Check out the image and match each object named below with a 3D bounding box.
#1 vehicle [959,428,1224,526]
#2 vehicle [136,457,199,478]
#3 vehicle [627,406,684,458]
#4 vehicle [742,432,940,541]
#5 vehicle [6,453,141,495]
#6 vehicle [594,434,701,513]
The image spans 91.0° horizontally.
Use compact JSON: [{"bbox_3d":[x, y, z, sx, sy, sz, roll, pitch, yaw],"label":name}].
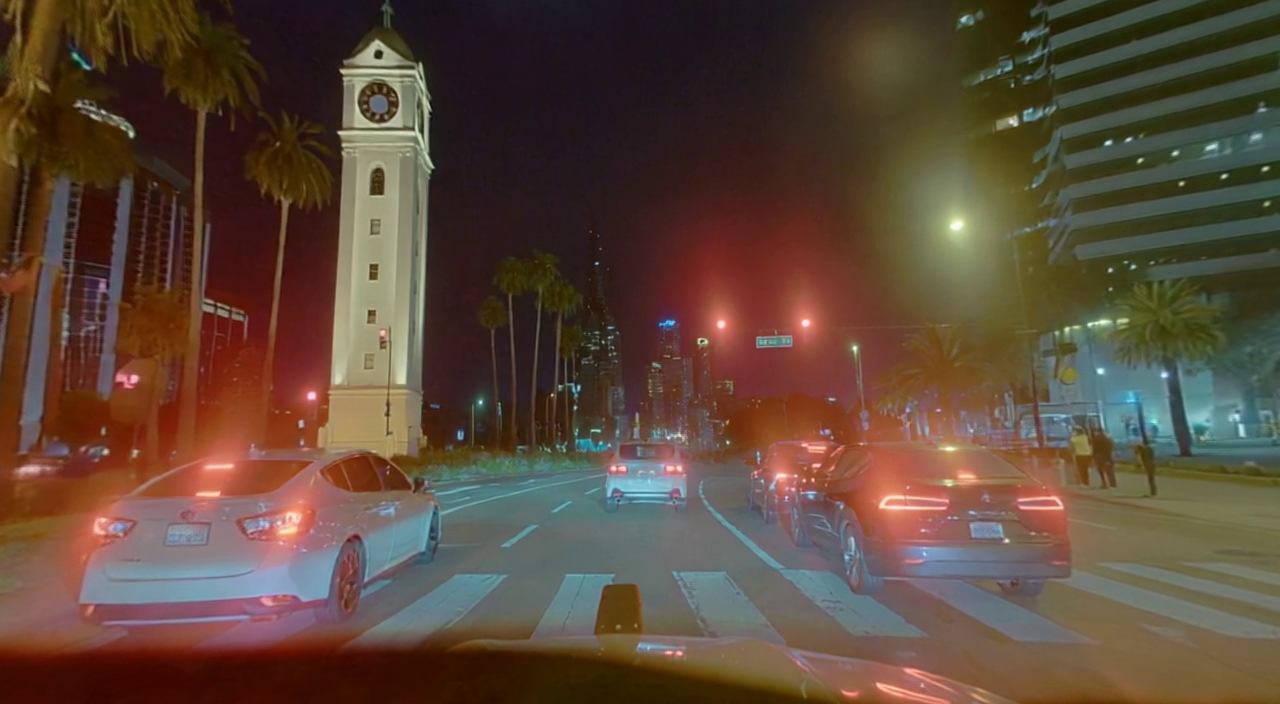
[{"bbox_3d":[8.180,2.283,12.050,1.859,1.508,4.259,0,-9,-1],"label":"vehicle"},{"bbox_3d":[-36.835,9.006,49.226,1.700,1.527,4.445,1,-9,-4],"label":"vehicle"},{"bbox_3d":[0.832,3.751,29.112,2.230,2.158,5.498,-1,-9,5],"label":"vehicle"},{"bbox_3d":[3.103,2.171,10.838,1.913,1.469,4.425,0,-9,-1],"label":"vehicle"},{"bbox_3d":[-26.704,5.723,29.954,2.105,1.793,4.812,0,-9,-4],"label":"vehicle"},{"bbox_3d":[0.179,2.624,14.000,2.048,1.503,3.681,0,-9,1],"label":"vehicle"}]
